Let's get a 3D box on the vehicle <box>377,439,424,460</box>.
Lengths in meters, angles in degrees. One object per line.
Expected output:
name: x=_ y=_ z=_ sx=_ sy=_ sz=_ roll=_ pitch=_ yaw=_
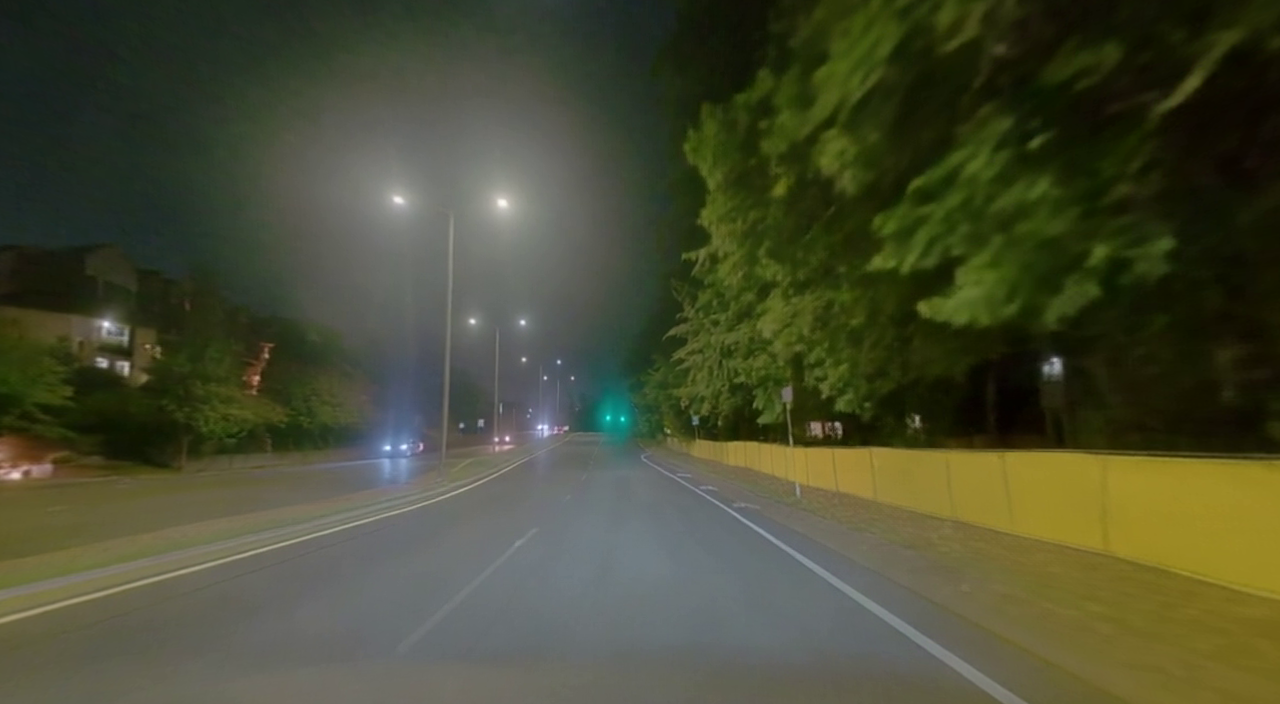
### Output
vehicle: x=-18.497 y=7.574 z=49.018 sx=1.892 sy=1.521 sz=4.641 roll=0 pitch=-9 yaw=-1
